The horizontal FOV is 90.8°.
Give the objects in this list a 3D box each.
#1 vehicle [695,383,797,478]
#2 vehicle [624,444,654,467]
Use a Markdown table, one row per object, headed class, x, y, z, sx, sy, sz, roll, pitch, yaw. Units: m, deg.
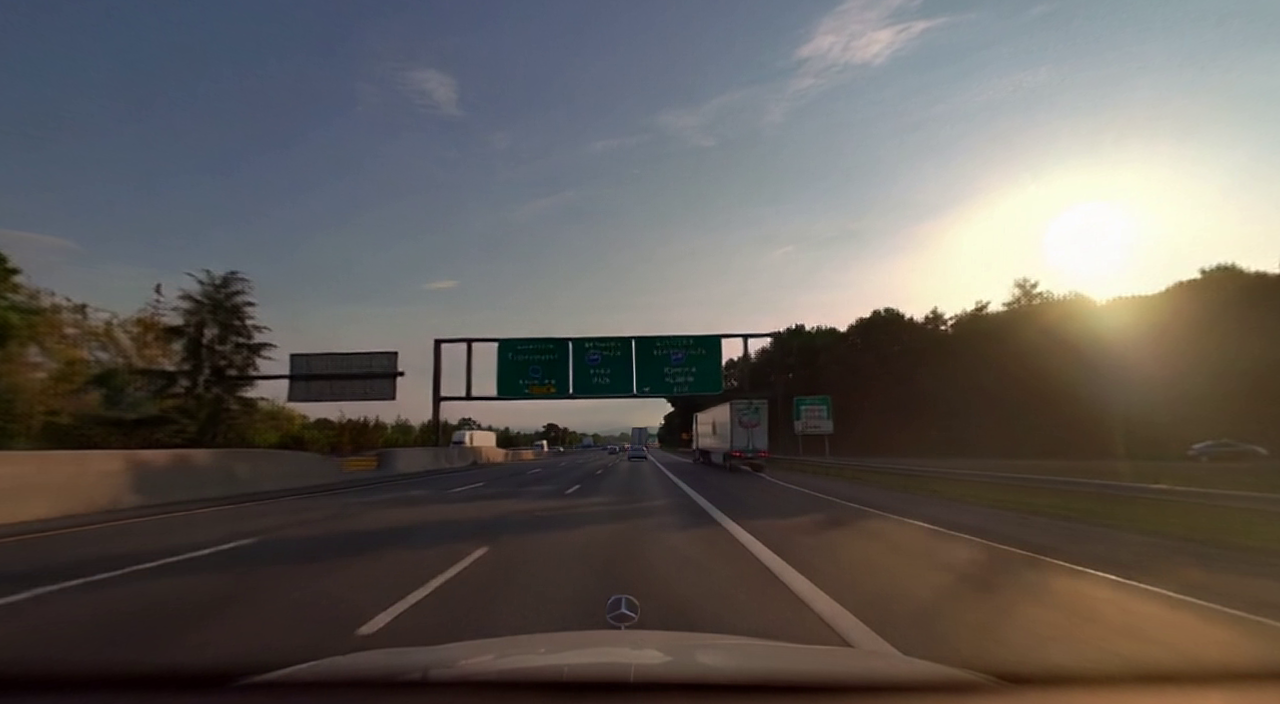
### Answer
| class | x | y | z | sx | sy | sz | roll | pitch | yaw |
| --- | --- | --- | --- | --- | --- | --- | --- | --- | --- |
| vehicle | 5.211 | 4.477 | 34.634 | 2.893 | 4.114 | 14.332 | 0 | -9 | -1 |
| vehicle | -0.083 | 7.169 | 43.882 | 1.972 | 1.492 | 3.697 | 0 | -9 | 0 |
